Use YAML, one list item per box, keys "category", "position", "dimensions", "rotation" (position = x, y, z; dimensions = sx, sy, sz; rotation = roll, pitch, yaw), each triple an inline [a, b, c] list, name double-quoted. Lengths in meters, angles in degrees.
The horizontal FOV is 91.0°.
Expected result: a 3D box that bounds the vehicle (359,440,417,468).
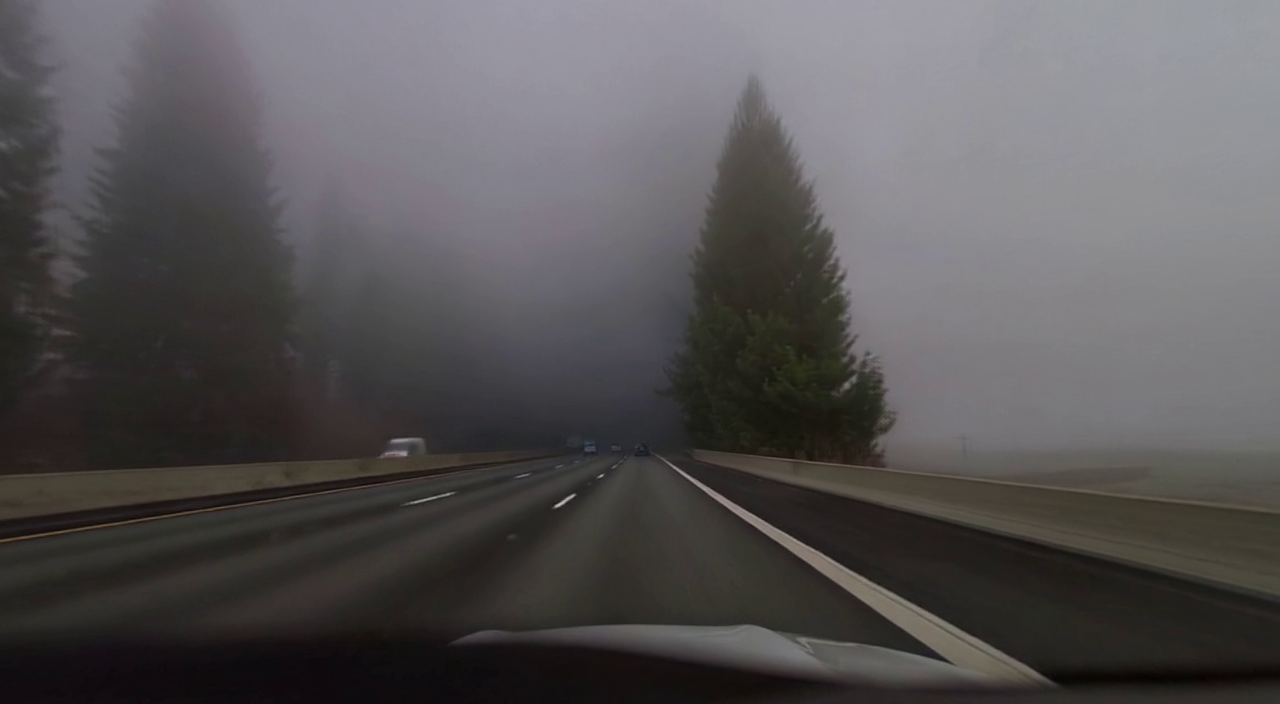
- category: "vehicle"
  position: [-17.797, 7.228, 44.733]
  dimensions: [2.020, 1.845, 4.972]
  rotation: [0, -8, 1]
